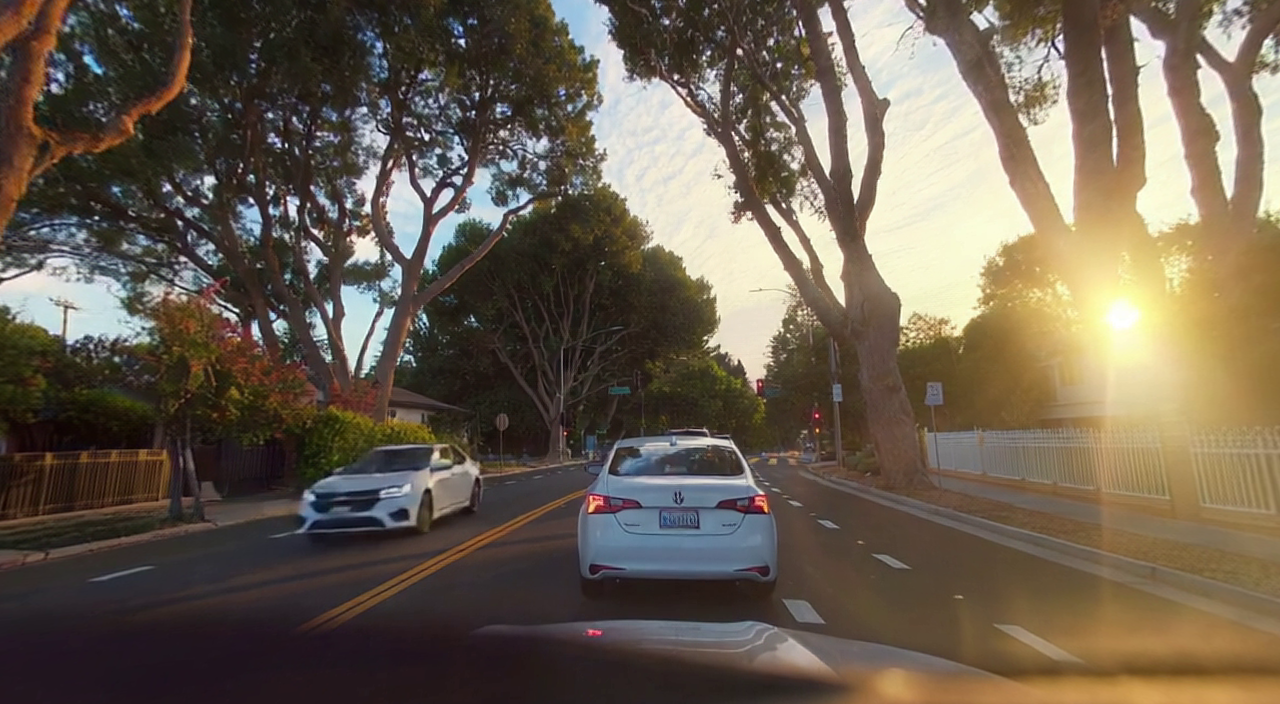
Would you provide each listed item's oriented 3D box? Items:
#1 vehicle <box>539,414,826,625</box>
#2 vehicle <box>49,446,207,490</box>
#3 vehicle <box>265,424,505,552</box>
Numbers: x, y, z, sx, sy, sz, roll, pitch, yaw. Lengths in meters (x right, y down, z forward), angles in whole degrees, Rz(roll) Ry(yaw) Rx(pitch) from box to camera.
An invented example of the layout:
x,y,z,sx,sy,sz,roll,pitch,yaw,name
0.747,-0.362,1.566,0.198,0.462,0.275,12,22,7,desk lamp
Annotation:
x,y,z,sx,sy,sz,roll,pitch,yaw,name
0.340,1.502,6.608,2.070,1.516,3.936,0,-8,1,vehicle
-18.110,4.085,22.410,4.069,1.445,2.063,-2,-9,8,vehicle
-4.088,2.259,11.050,2.160,1.507,4.470,-7,-9,2,vehicle
